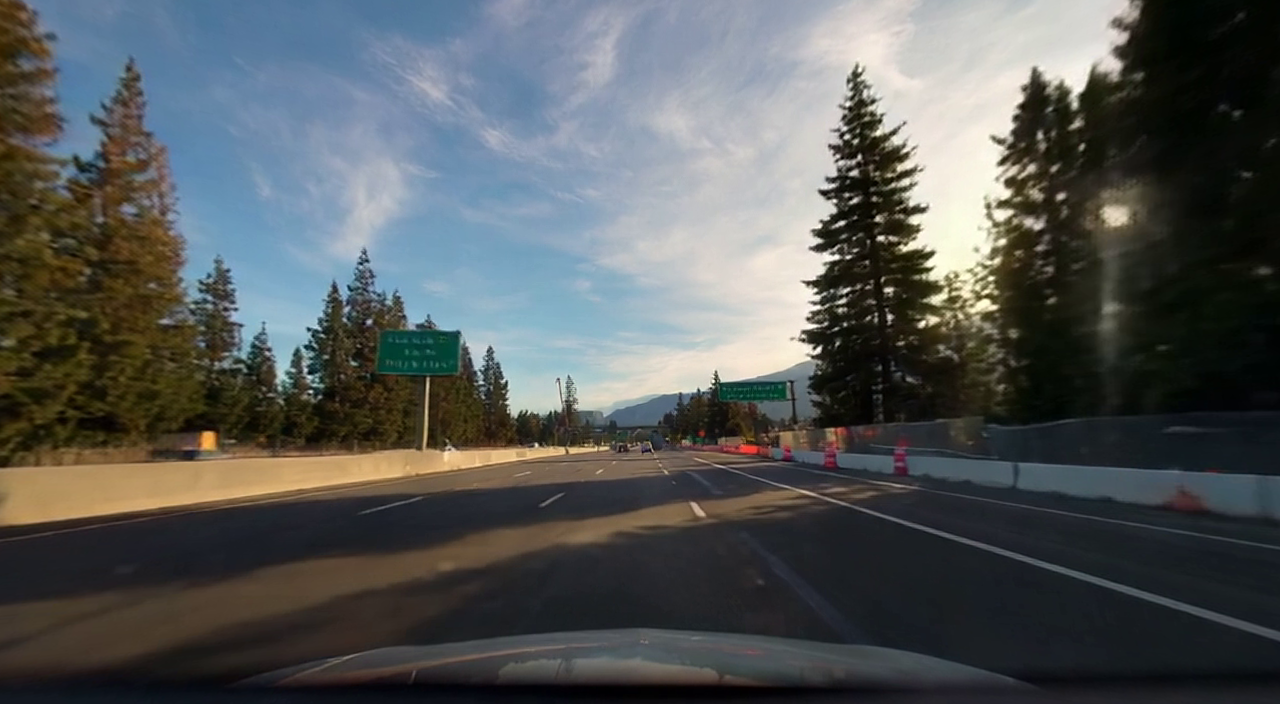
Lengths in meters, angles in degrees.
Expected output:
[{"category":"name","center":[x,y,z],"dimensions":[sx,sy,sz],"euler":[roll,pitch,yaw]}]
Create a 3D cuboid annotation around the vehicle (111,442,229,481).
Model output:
[{"category":"vehicle","center":[-23.224,5.411,31.419],"dimensions":[2.095,1.759,4.794],"euler":[0,-8,0]}]
